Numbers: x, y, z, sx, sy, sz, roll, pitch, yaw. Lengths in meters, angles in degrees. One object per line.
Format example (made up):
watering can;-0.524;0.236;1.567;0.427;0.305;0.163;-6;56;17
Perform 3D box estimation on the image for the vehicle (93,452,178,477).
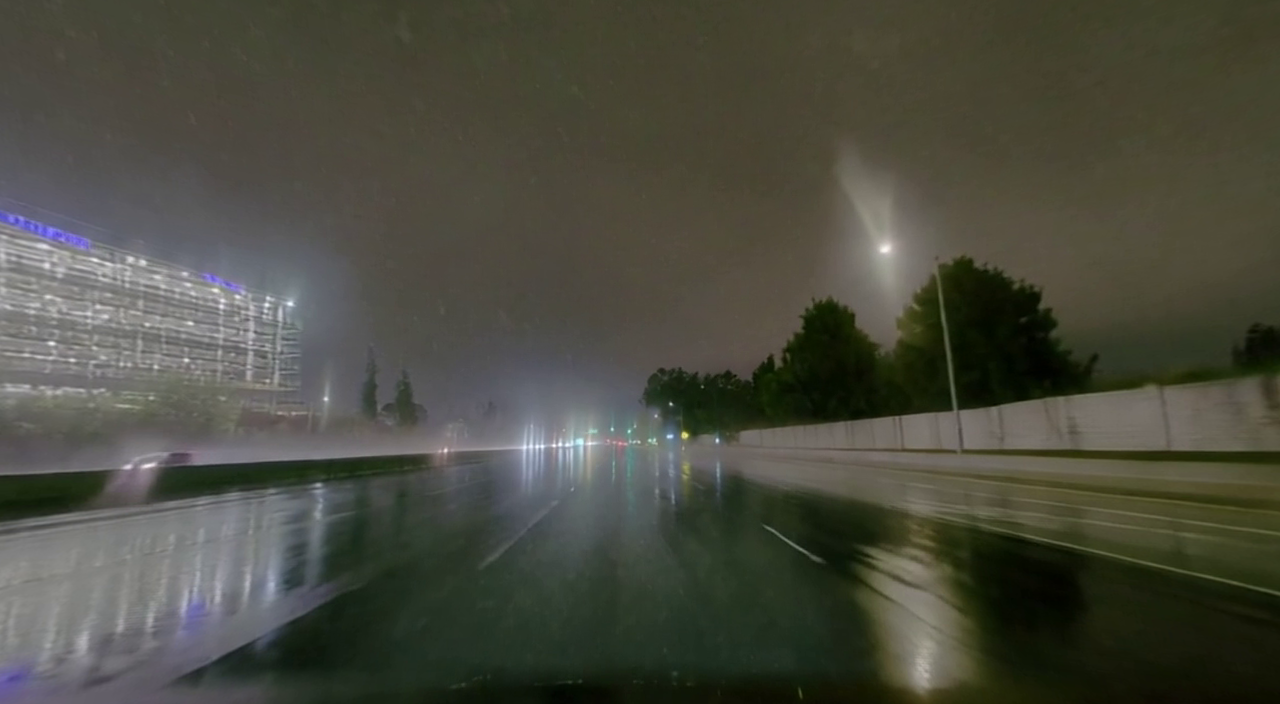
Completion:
vehicle;-31.205;6.931;39.243;1.801;1.411;4.254;0;-9;-1
